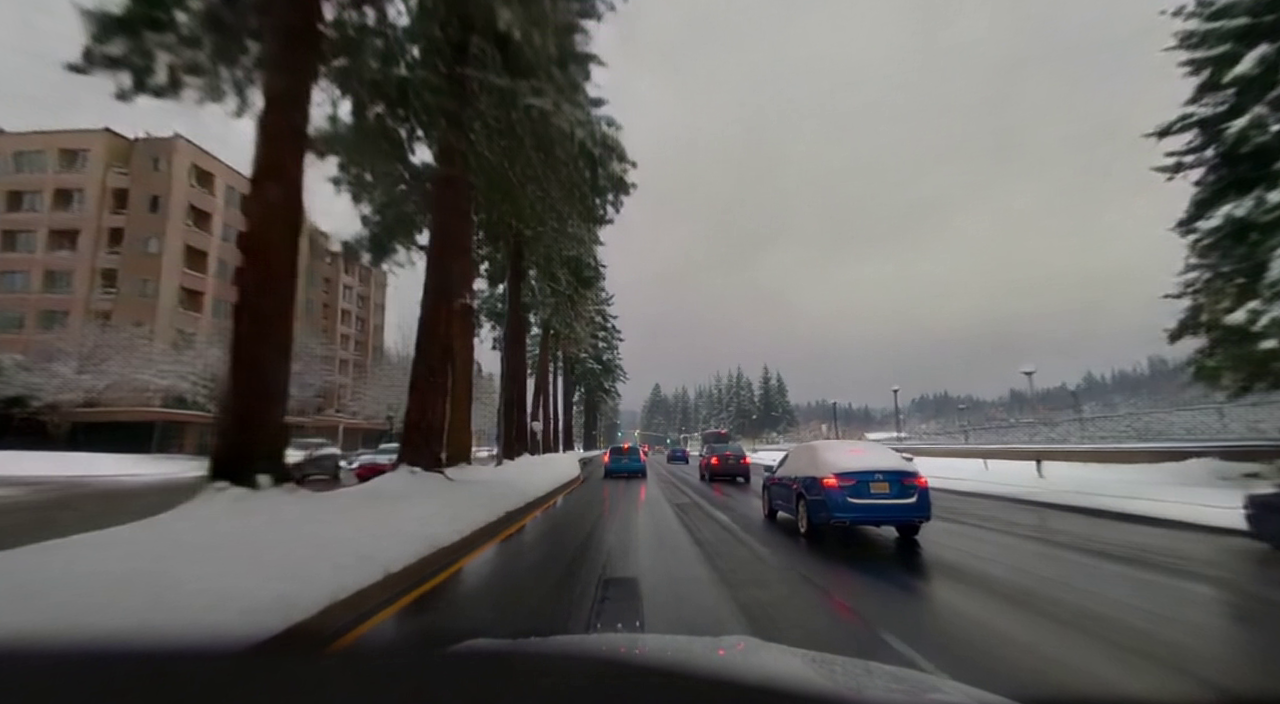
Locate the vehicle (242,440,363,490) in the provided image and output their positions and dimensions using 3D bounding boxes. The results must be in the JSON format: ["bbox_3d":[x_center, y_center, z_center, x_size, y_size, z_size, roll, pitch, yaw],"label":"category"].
[{"bbox_3d":[-12.412,4.177,23.651,2.021,1.676,4.547,0,-9,-1],"label":"vehicle"}]

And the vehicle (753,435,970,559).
[{"bbox_3d":[3.053,2.065,9.676,1.852,1.498,3.825,0,-9,-1],"label":"vehicle"}]

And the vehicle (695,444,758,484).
[{"bbox_3d":[3.403,4.502,25.635,1.908,1.453,4.230,0,-9,-1],"label":"vehicle"}]

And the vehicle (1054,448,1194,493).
[{"bbox_3d":[17.502,4.240,22.879,4.113,1.492,2.063,3,-9,-21],"label":"vehicle"}]

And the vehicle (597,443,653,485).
[{"bbox_3d":[-0.541,4.304,24.549,1.994,1.479,3.647,0,-9,0],"label":"vehicle"}]

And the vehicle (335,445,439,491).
[{"bbox_3d":[-9.038,4.171,23.034,1.943,1.483,4.439,0,-9,0],"label":"vehicle"}]
